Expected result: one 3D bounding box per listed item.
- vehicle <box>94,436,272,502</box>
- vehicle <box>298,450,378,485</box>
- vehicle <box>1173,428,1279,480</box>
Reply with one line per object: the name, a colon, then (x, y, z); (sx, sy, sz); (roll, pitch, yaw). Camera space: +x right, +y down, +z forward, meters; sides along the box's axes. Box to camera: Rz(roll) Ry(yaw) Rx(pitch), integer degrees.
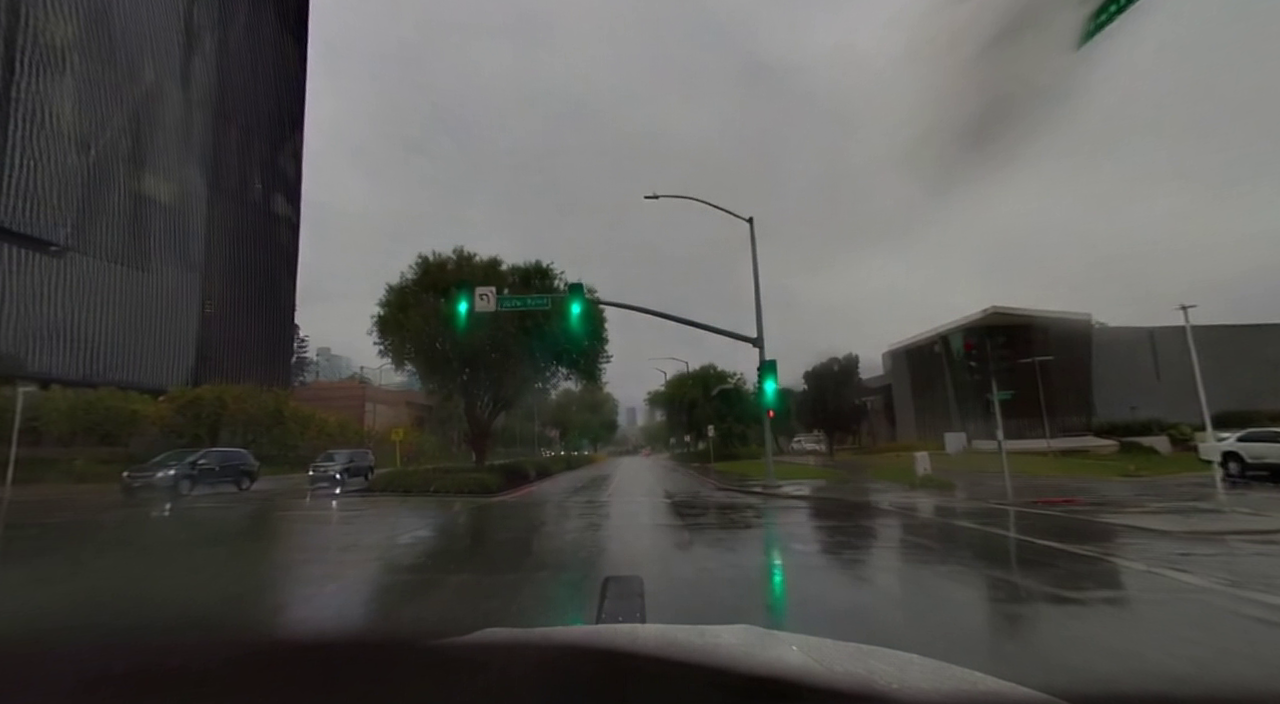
vehicle: (-14.910, 3.825, 21.051); (2.091, 1.915, 5.040); (0, -9, 0)
vehicle: (-15.102, 5.775, 31.768); (1.932, 1.605, 4.146); (0, -9, 0)
vehicle: (19.062, 3.090, 19.115); (1.834, 1.480, 4.458); (0, -9, -1)
